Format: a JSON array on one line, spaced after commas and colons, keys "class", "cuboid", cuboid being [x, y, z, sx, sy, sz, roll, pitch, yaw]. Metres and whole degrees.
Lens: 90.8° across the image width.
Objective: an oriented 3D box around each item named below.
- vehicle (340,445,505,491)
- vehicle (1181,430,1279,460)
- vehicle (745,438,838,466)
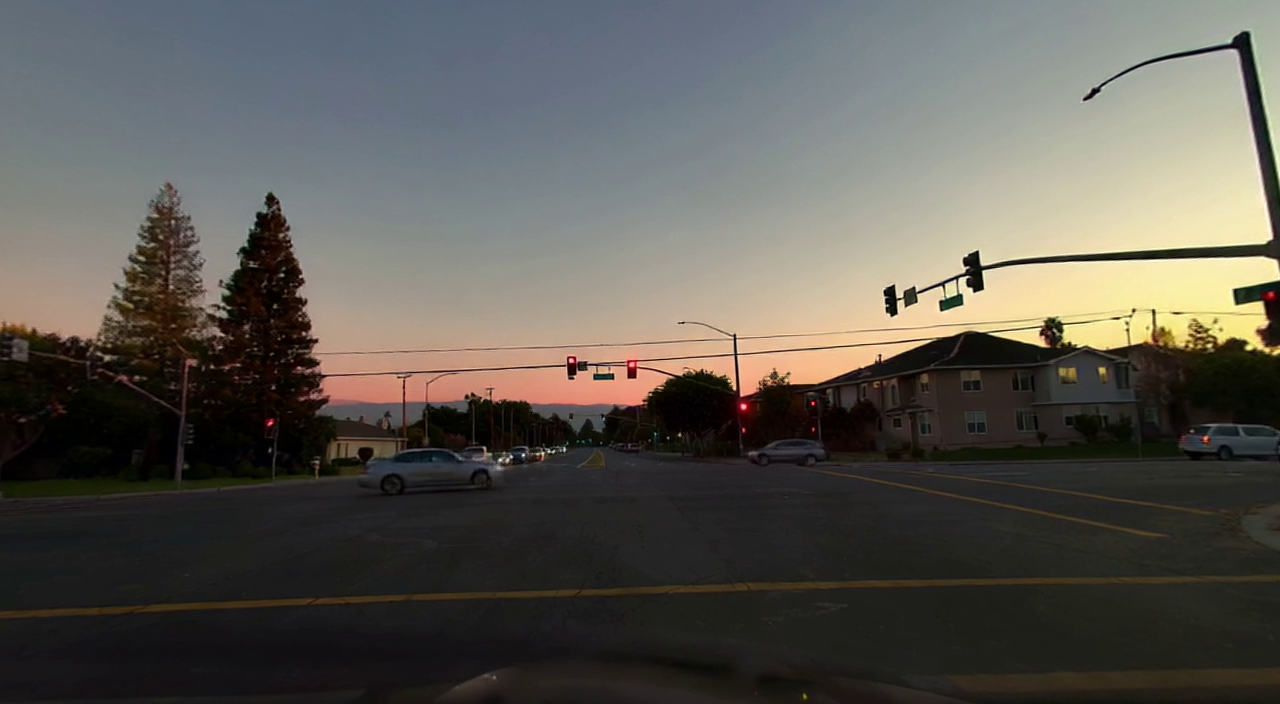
[{"class": "vehicle", "cuboid": [-7.210, 3.879, 21.327, 4.823, 1.449, 2.017, -1, -9, 1]}, {"class": "vehicle", "cuboid": [31.321, 4.879, 33.015, 4.318, 1.488, 1.870, 0, -9, -1]}, {"class": "vehicle", "cuboid": [8.795, 5.839, 36.943, 4.873, 1.539, 1.932, -8, -11, 40]}]
